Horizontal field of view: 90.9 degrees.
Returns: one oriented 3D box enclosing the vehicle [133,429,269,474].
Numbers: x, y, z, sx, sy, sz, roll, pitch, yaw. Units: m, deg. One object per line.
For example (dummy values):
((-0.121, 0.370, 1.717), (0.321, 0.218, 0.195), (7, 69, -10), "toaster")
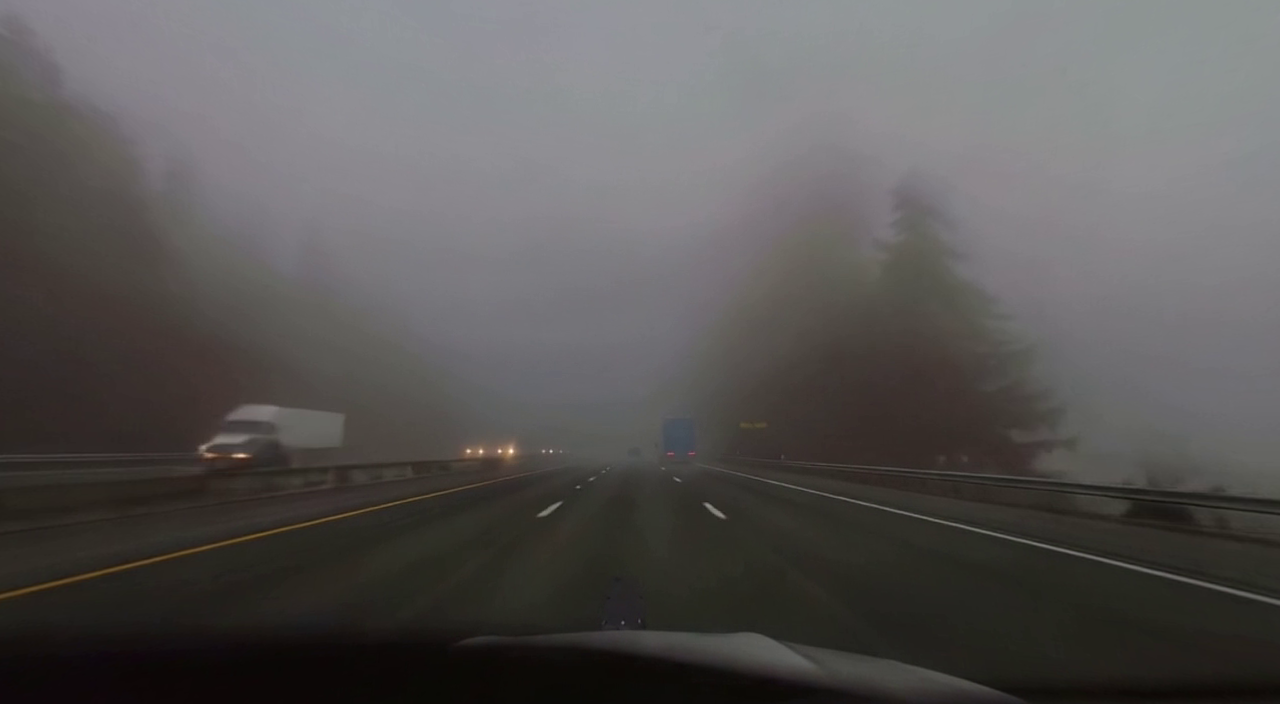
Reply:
((-15.895, 3.644, 23.156), (1.826, 1.466, 4.425), (0, -9, 0), "vehicle")
